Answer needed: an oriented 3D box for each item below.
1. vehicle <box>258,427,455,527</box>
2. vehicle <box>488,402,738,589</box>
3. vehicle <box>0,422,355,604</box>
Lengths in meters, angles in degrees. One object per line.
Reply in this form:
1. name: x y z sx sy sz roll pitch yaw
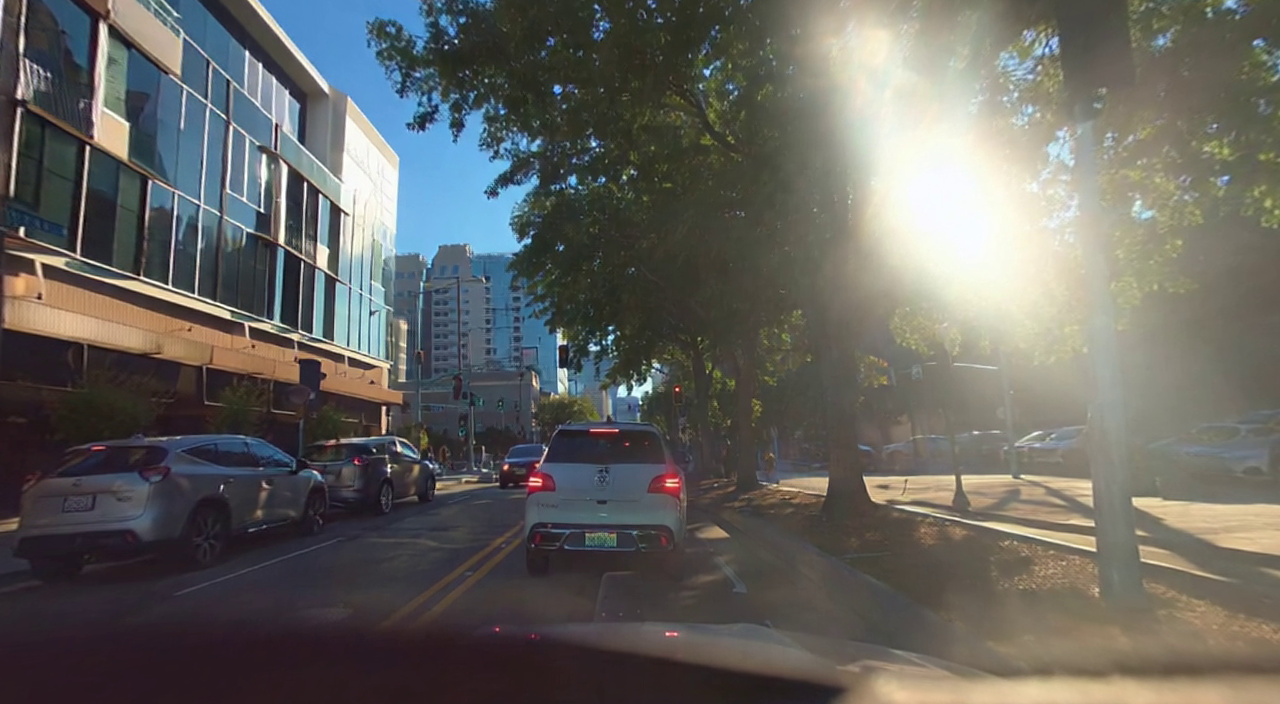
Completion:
1. vehicle: -5.872 2.640 13.958 2.077 1.791 4.751 0 -9 1
2. vehicle: -0.228 1.600 7.779 2.258 1.687 3.934 0 -9 1
3. vehicle: -5.743 1.857 8.276 1.904 1.684 4.529 0 -9 -1
